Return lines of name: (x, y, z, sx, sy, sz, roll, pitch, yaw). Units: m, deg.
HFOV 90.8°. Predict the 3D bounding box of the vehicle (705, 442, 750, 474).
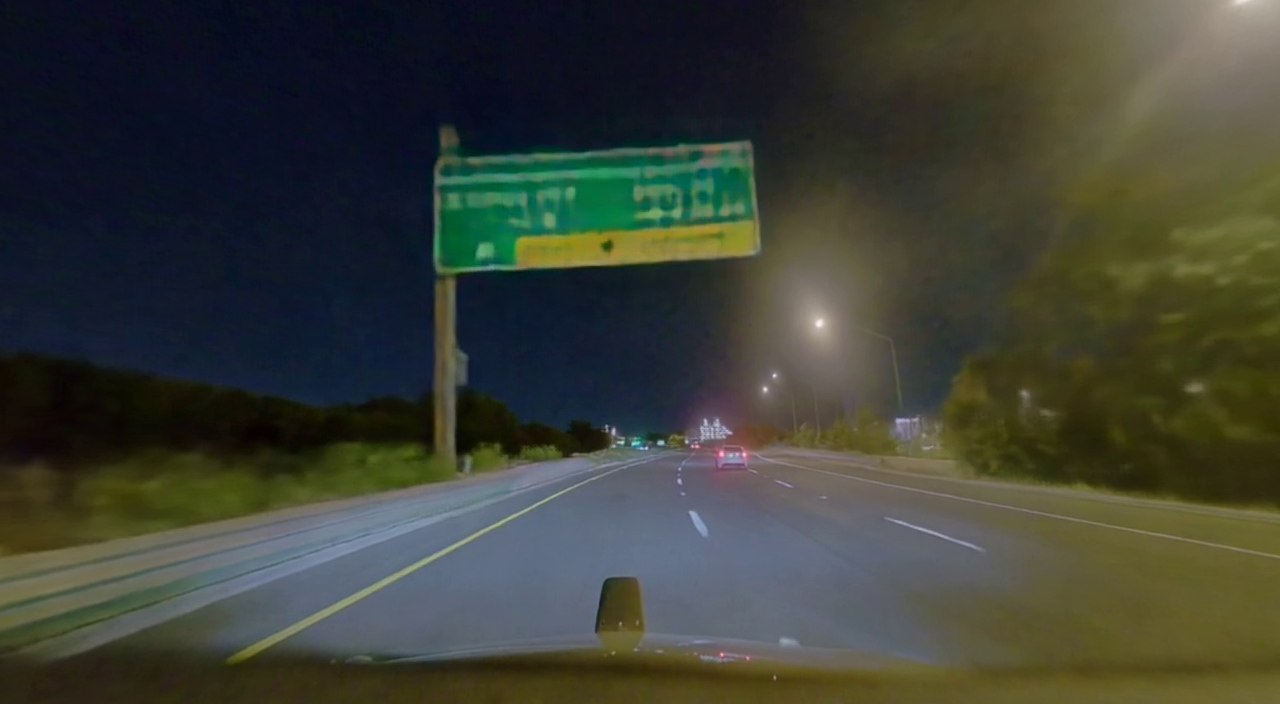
vehicle: (4.431, 5.419, 32.502, 1.874, 1.506, 4.116, -1, -8, 2)
